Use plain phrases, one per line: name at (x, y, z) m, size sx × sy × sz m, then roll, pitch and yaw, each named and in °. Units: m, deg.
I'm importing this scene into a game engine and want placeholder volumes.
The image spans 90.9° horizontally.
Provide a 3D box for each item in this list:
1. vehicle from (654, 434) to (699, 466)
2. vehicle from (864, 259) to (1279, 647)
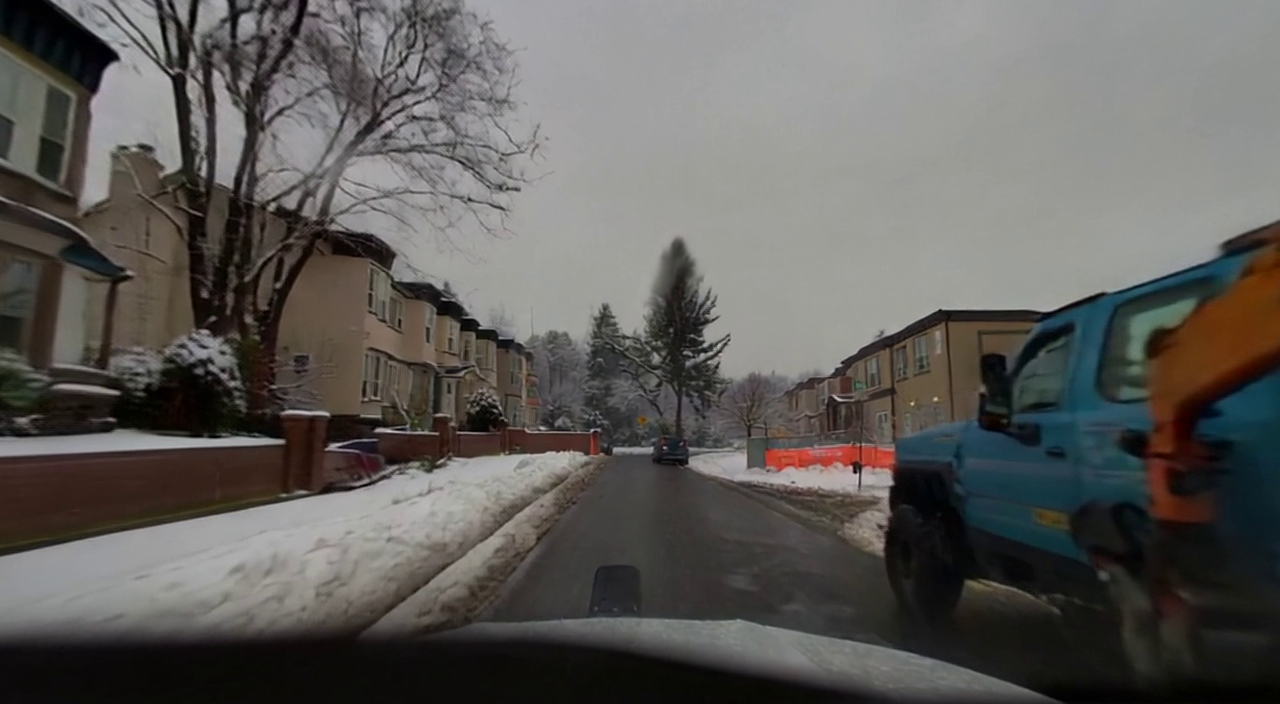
vehicle at (2.011, 5.580, 36.271) m, size 2.066 × 1.739 × 4.234 m, roll 0°, pitch -7°, yaw -4°
vehicle at (3.563, 0.941, 5.841) m, size 1.758 × 2.572 × 2.706 m, roll 7°, pitch -13°, yaw -4°
